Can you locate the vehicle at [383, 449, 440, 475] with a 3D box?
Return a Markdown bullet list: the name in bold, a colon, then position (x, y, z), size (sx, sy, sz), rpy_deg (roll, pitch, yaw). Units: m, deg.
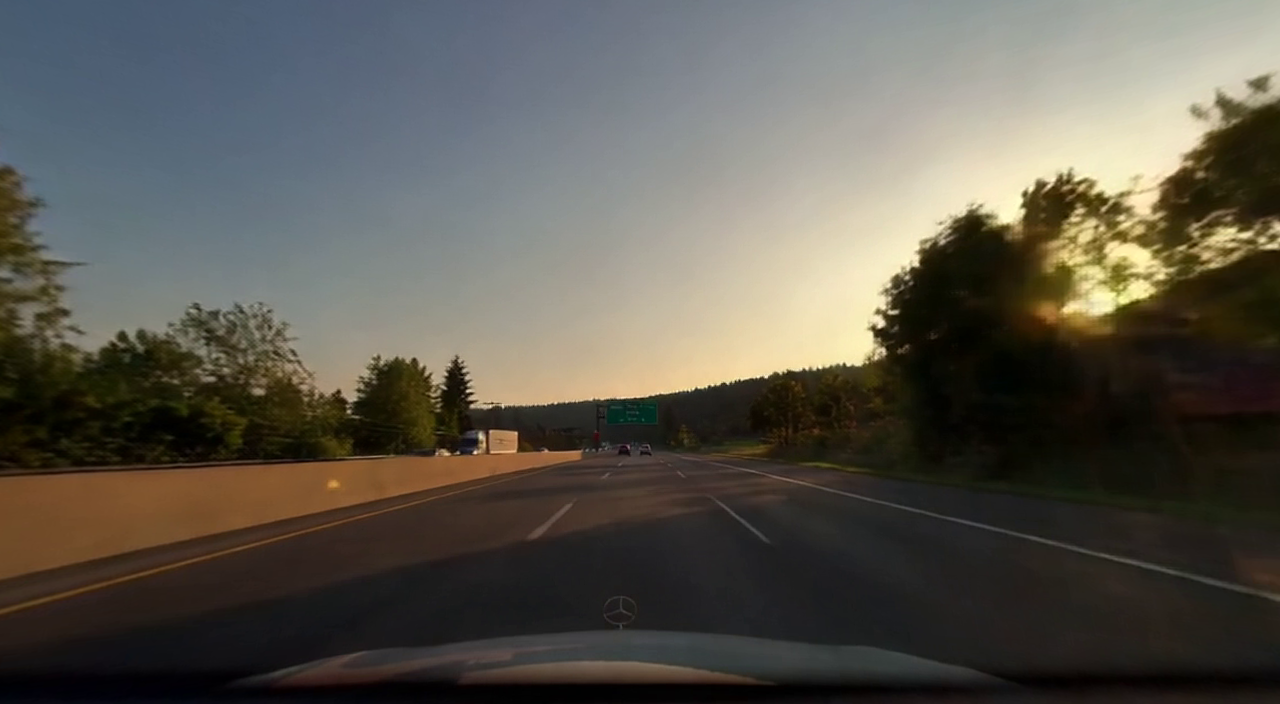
- **vehicle**: position (-15.596, 7.500, 43.175), size (2.013, 1.613, 4.700), rpy_deg (-1, -9, 2)
